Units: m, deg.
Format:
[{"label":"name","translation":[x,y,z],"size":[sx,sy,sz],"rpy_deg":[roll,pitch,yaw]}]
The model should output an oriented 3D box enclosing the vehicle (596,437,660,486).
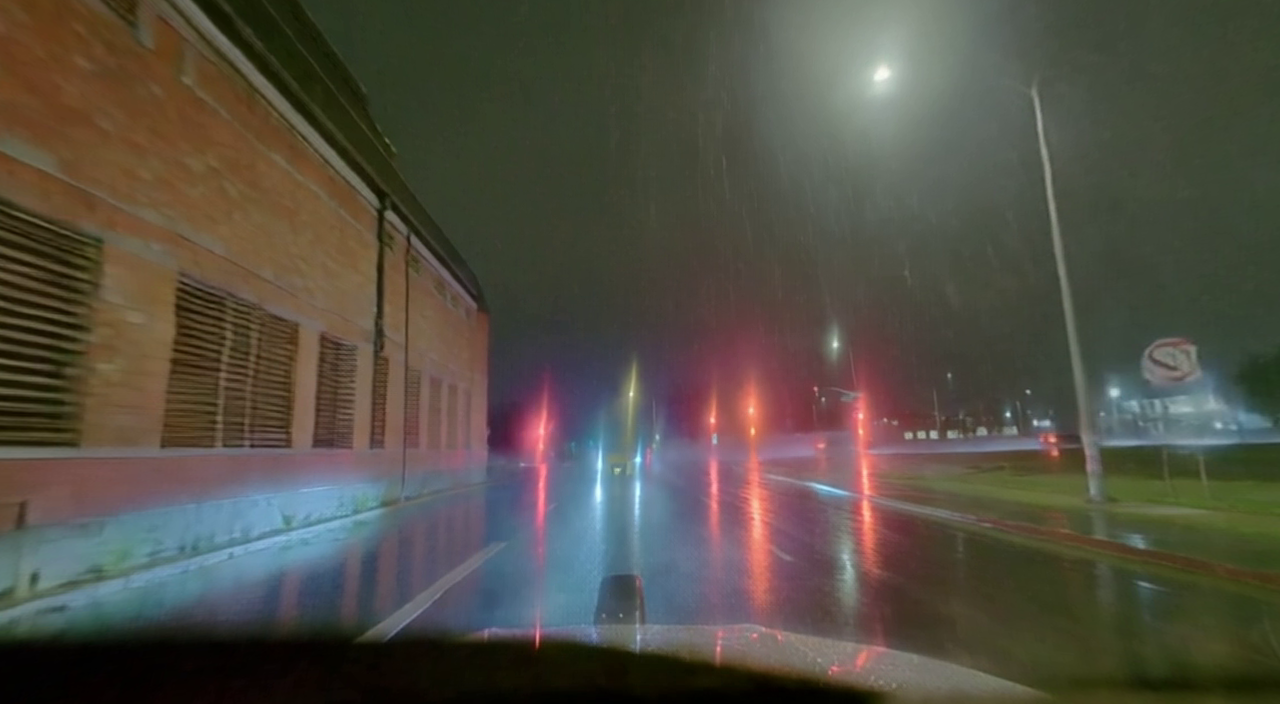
[{"label":"vehicle","translation":[-0.459,4.132,24.158],"size":[2.218,1.657,4.551],"rpy_deg":[0,-9,-1]}]
